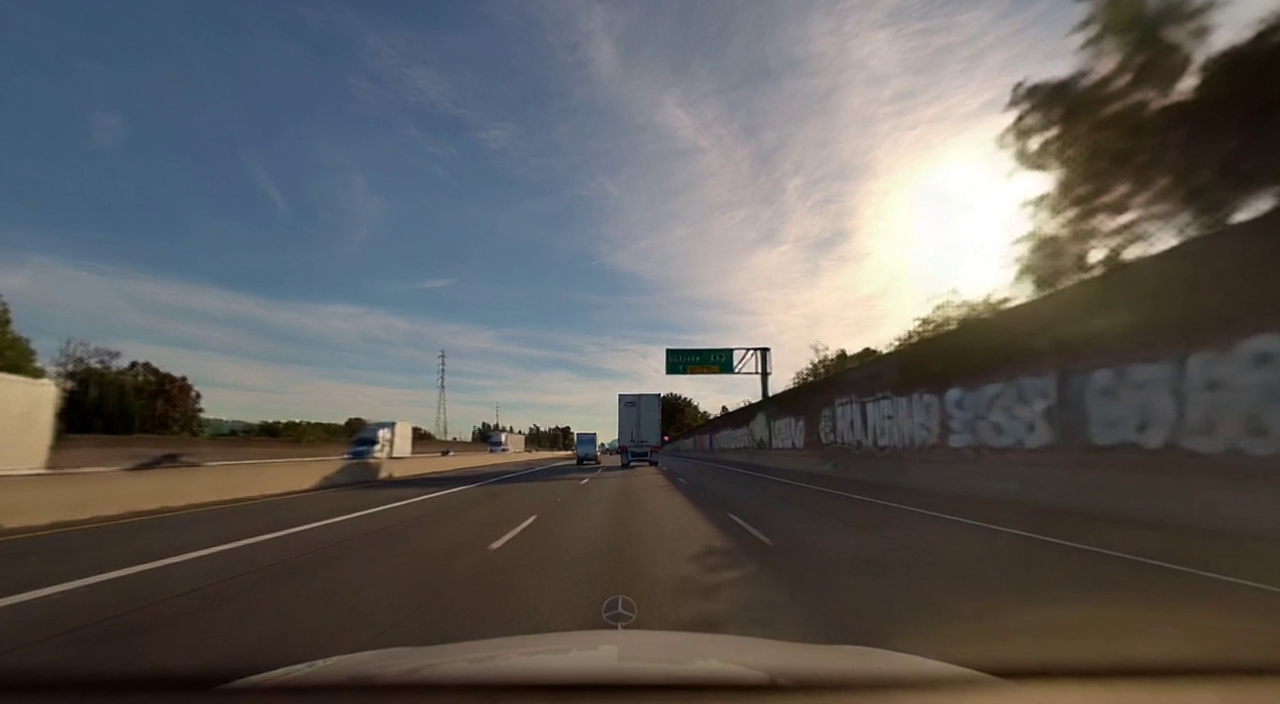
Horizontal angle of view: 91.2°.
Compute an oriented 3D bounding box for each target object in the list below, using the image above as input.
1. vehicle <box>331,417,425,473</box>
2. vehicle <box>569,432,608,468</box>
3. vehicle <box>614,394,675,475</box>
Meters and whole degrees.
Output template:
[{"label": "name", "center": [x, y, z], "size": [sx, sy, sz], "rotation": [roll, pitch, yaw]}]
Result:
[{"label": "vehicle", "center": [-19.180, 6.965, 46.728], "size": [2.929, 3.679, 9.326], "rotation": [0, -9, 0]}, {"label": "vehicle", "center": [-3.564, 6.946, 44.614], "size": [2.278, 2.369, 5.249], "rotation": [0, -9, 1]}, {"label": "vehicle", "center": [0.138, 4.943, 36.810], "size": [3.042, 4.023, 10.832], "rotation": [0, -9, -1]}]
